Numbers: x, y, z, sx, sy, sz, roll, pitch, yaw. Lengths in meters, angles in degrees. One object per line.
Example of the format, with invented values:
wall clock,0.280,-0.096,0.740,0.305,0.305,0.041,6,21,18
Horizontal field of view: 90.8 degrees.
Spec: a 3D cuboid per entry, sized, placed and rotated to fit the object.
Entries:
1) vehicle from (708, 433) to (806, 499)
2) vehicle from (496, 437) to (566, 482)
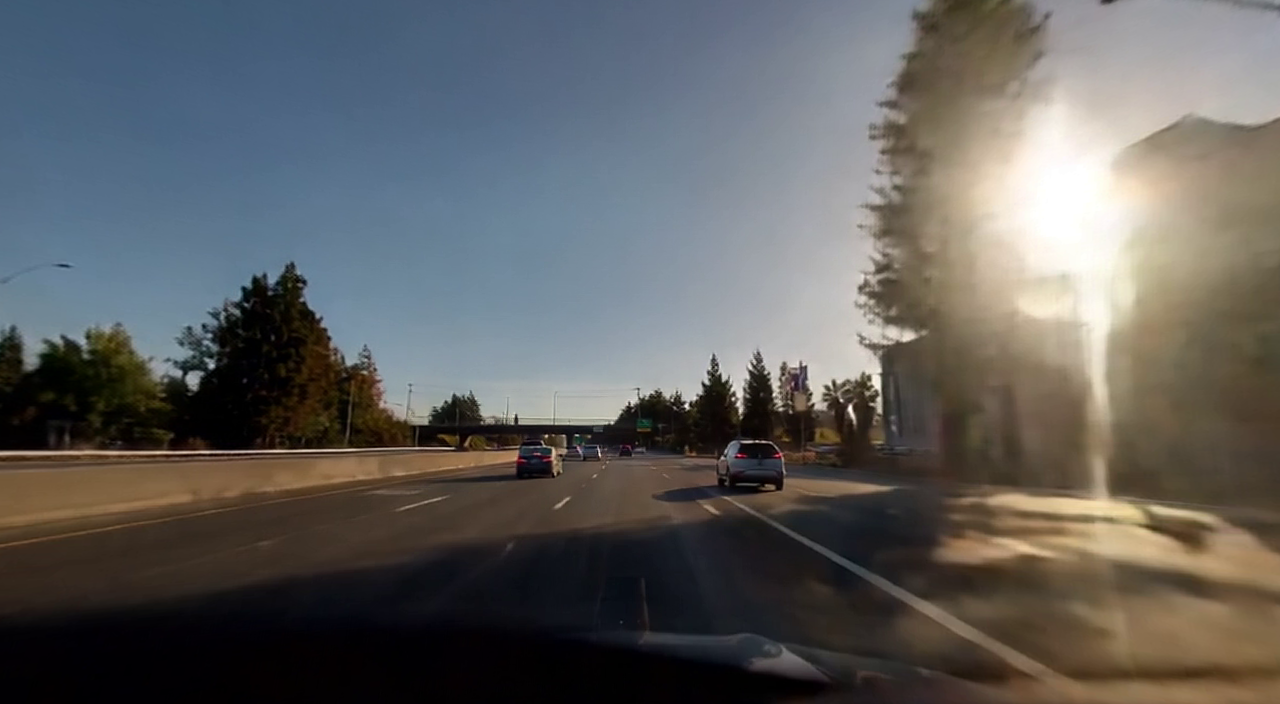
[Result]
vehicle,3.297,3.304,18.716,1.997,1.686,4.247,0,-8,-1
vehicle,-4.588,4.604,27.358,2.176,1.779,4.755,0,-8,0
